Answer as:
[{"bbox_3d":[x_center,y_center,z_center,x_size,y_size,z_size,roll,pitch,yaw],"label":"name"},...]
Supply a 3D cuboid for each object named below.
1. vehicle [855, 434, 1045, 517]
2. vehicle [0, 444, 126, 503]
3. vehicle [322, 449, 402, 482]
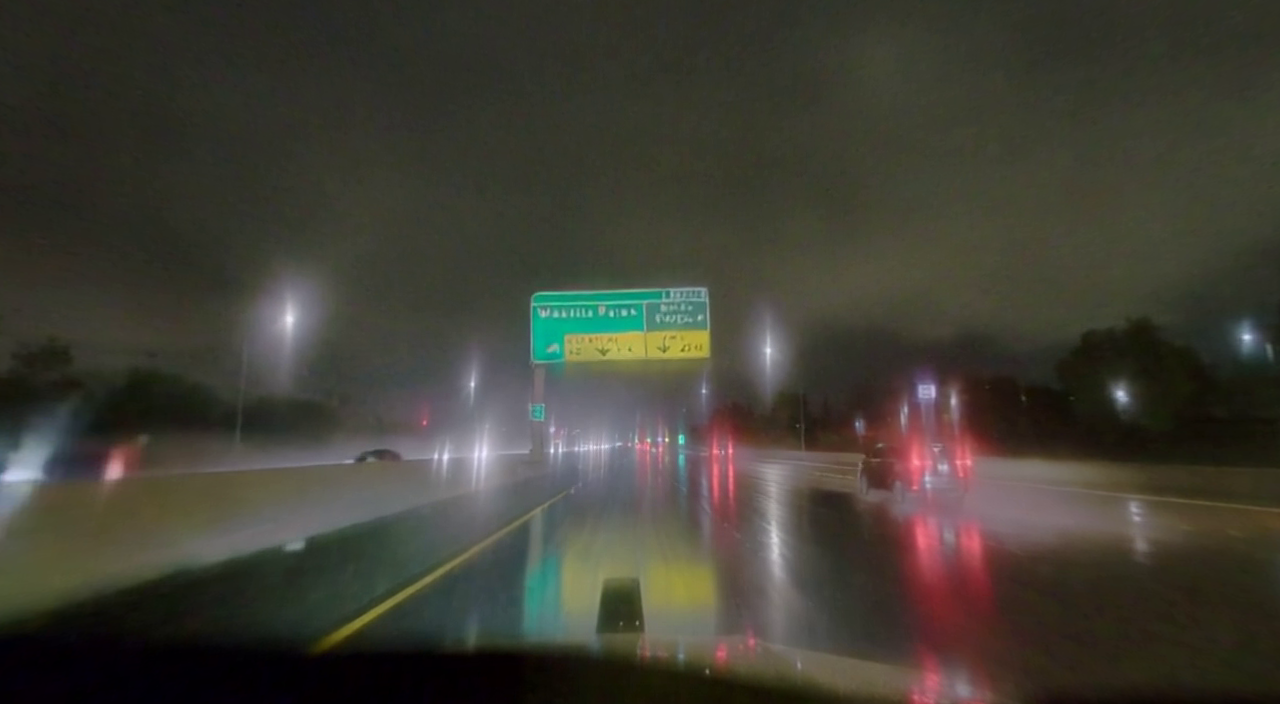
[{"bbox_3d":[6.723,2.714,14.442,1.901,1.548,4.684,0,-9,-1],"label":"vehicle"},{"bbox_3d":[-21.098,4.132,21.861,2.056,1.840,5.342,0,-9,0],"label":"vehicle"},{"bbox_3d":[-13.972,5.720,32.101,2.010,1.519,4.460,0,-9,1],"label":"vehicle"}]
